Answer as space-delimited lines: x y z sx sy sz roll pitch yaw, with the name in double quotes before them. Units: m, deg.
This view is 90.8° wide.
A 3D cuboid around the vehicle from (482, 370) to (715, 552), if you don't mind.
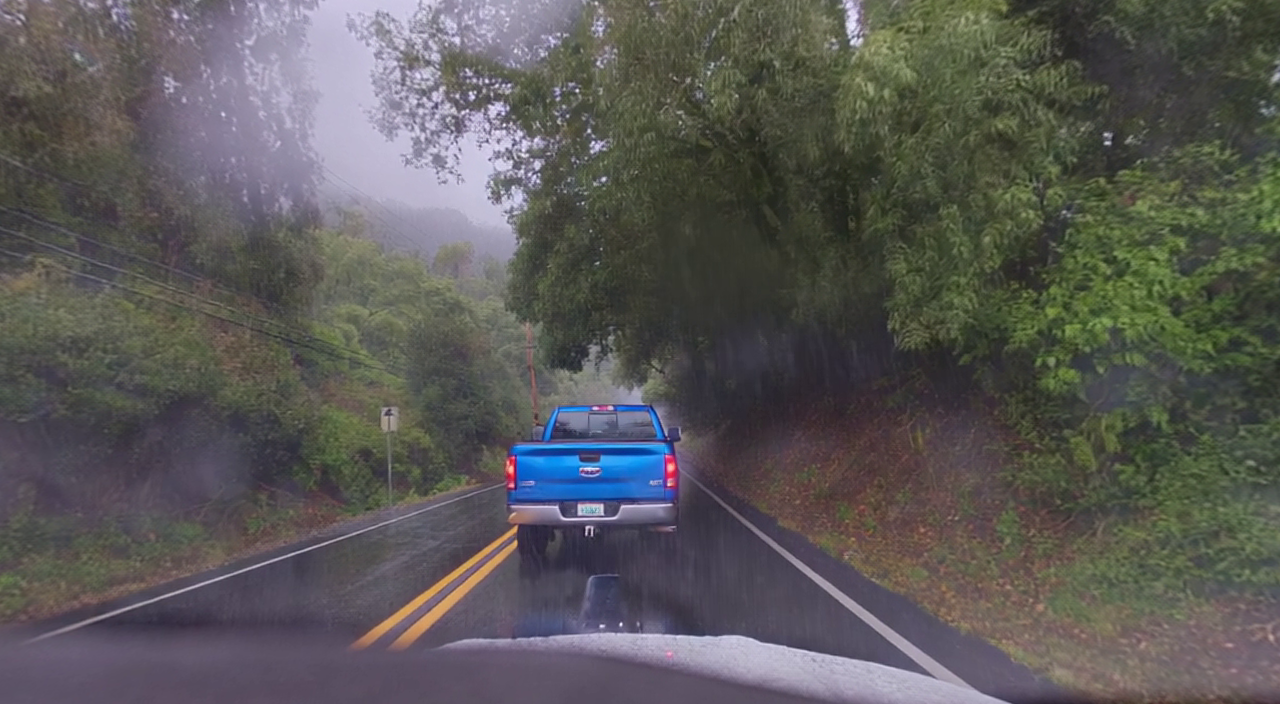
"vehicle" -0.552 1.762 10.761 2.837 2.223 5.885 0 -8 -1
